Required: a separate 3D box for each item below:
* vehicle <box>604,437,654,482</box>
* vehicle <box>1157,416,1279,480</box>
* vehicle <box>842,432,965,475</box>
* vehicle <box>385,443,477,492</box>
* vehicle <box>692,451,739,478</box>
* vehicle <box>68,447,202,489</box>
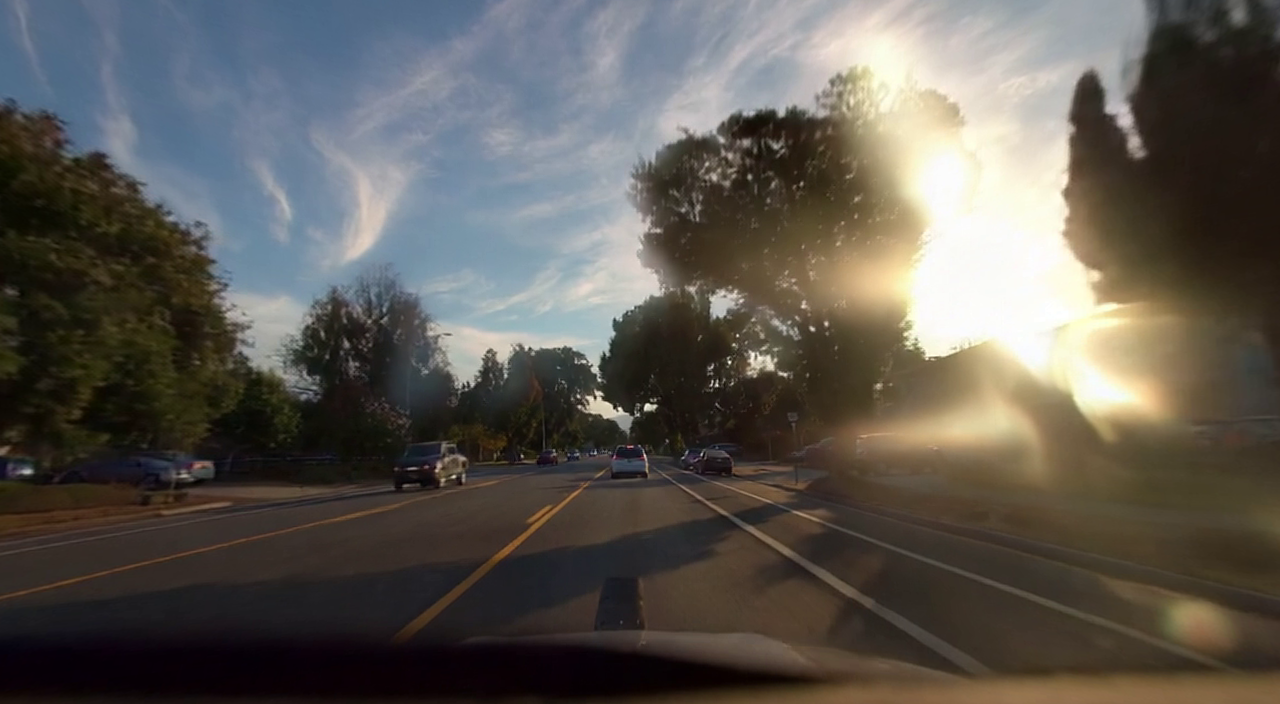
[{"bbox_3d":[-0.508,4.995,29.588,2.153,1.942,4.767,0,-9,-1],"label":"vehicle"},{"bbox_3d":[18.270,2.778,18.306,4.648,1.747,2.108,0,-9,0],"label":"vehicle"},{"bbox_3d":[12.350,4.803,29.871,4.870,1.926,2.094,0,-9,-1],"label":"vehicle"},{"bbox_3d":[-8.340,4.636,25.769,2.114,1.811,4.949,0,-9,-1],"label":"vehicle"},{"bbox_3d":[4.351,6.556,37.023,1.963,1.469,4.709,0,-9,-2],"label":"vehicle"},{"bbox_3d":[-21.304,4.899,26.774,4.020,1.635,1.875,0,-8,2],"label":"vehicle"}]
